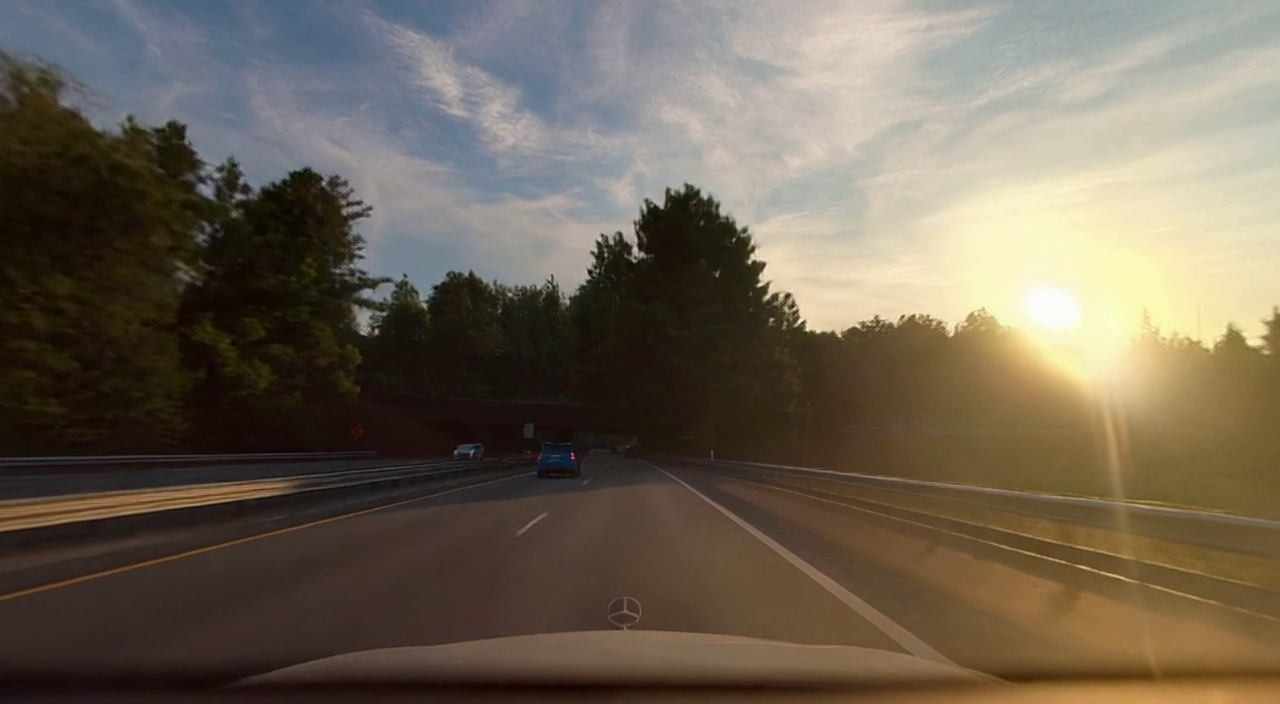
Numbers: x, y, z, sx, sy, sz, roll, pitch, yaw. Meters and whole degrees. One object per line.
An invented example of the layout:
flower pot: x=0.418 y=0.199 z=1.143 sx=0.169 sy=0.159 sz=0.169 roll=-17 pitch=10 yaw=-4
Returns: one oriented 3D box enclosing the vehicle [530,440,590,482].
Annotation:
vehicle: x=-3.556 y=4.970 z=28.902 sx=2.135 sy=1.755 sz=4.476 roll=0 pitch=-9 yaw=0
